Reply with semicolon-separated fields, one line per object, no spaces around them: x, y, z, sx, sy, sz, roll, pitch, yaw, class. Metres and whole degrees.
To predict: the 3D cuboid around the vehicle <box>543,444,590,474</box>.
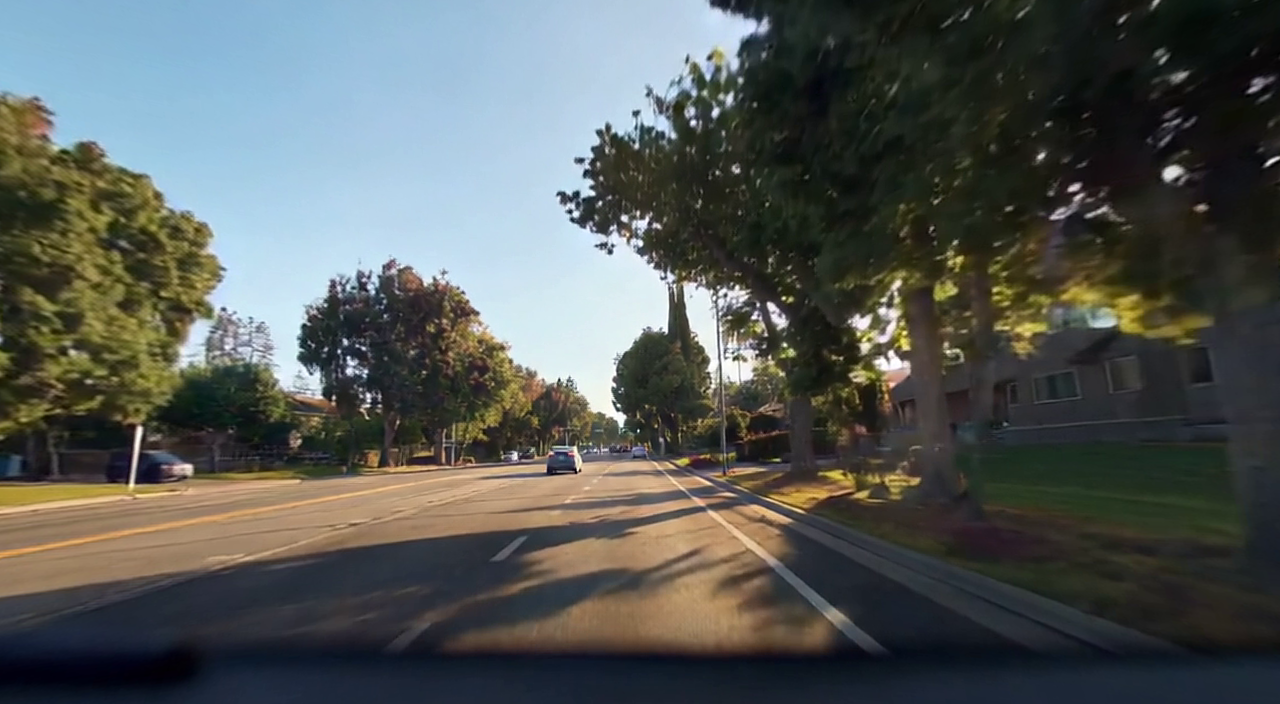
-3.746;5.510;32.871;1.992;1.447;4.044;1;-8;0;vehicle

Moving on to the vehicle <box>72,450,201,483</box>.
-24.648;5.620;31.090;4.454;1.524;1.859;2;-9;-11;vehicle
